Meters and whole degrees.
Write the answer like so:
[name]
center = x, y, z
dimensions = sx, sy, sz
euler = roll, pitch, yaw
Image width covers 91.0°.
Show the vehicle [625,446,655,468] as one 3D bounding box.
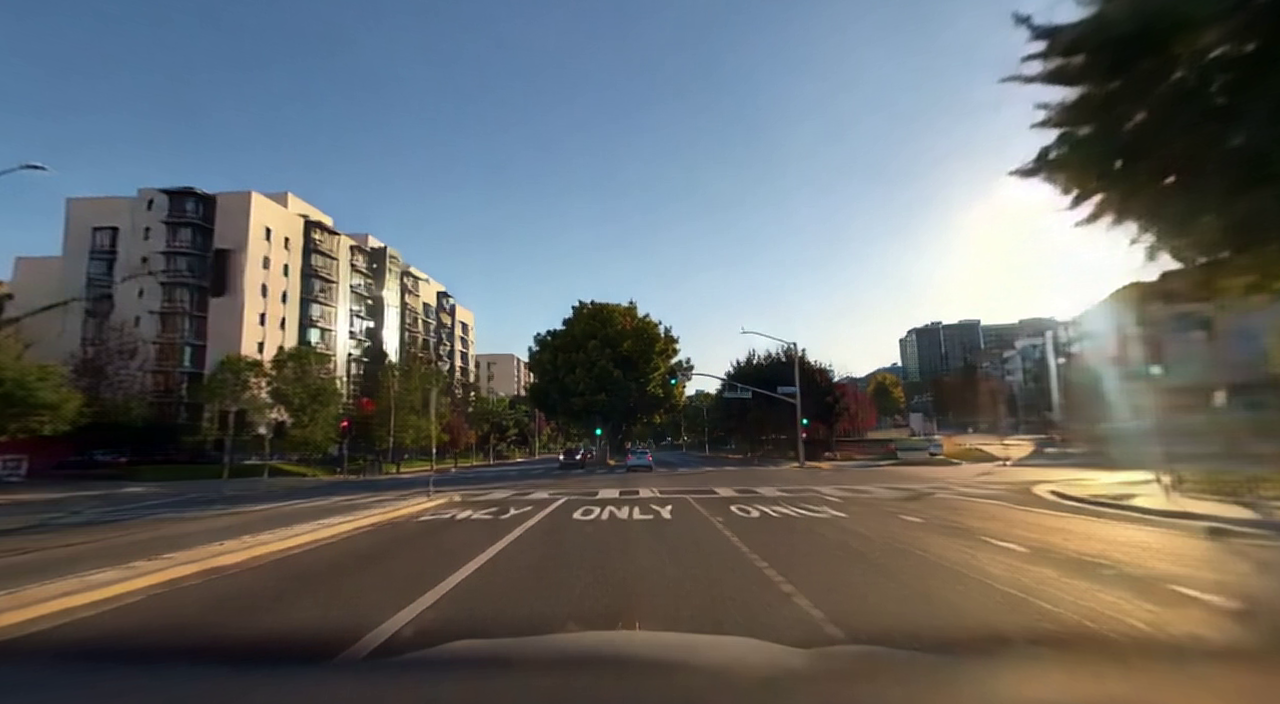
[vehicle]
center = -0.016, 7.529, 45.166
dimensions = 2.064, 1.477, 3.968
euler = 0, -9, 0
